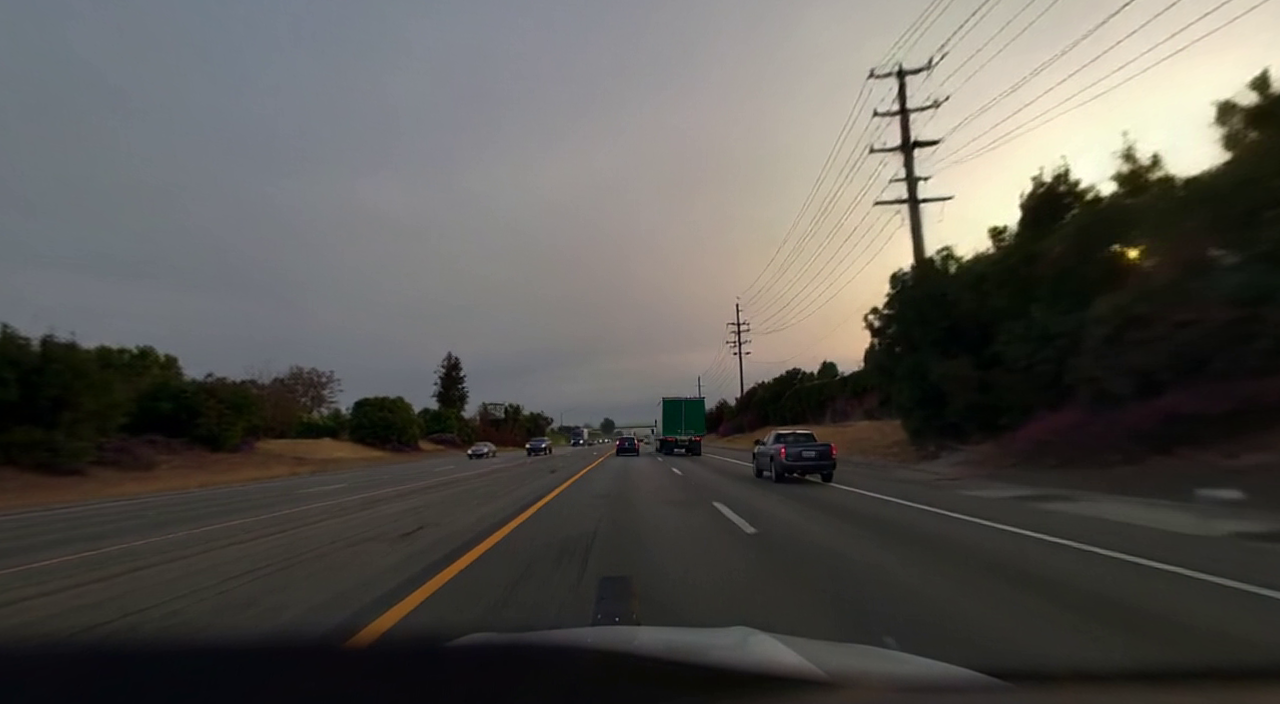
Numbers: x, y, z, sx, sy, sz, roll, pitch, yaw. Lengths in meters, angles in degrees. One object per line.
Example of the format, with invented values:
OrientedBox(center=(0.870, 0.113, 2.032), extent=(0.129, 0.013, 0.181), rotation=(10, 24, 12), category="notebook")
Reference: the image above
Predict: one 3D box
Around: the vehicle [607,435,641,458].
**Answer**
OrientedBox(center=(-1.037, 6.276, 42.203), extent=(2.163, 1.466, 3.693), rotation=(0, -7, -1), category="vehicle")

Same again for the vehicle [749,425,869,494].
OrientedBox(center=(4.231, 2.726, 16.474), extent=(1.930, 1.573, 3.853), rotation=(0, -7, -2), category="vehicle")
